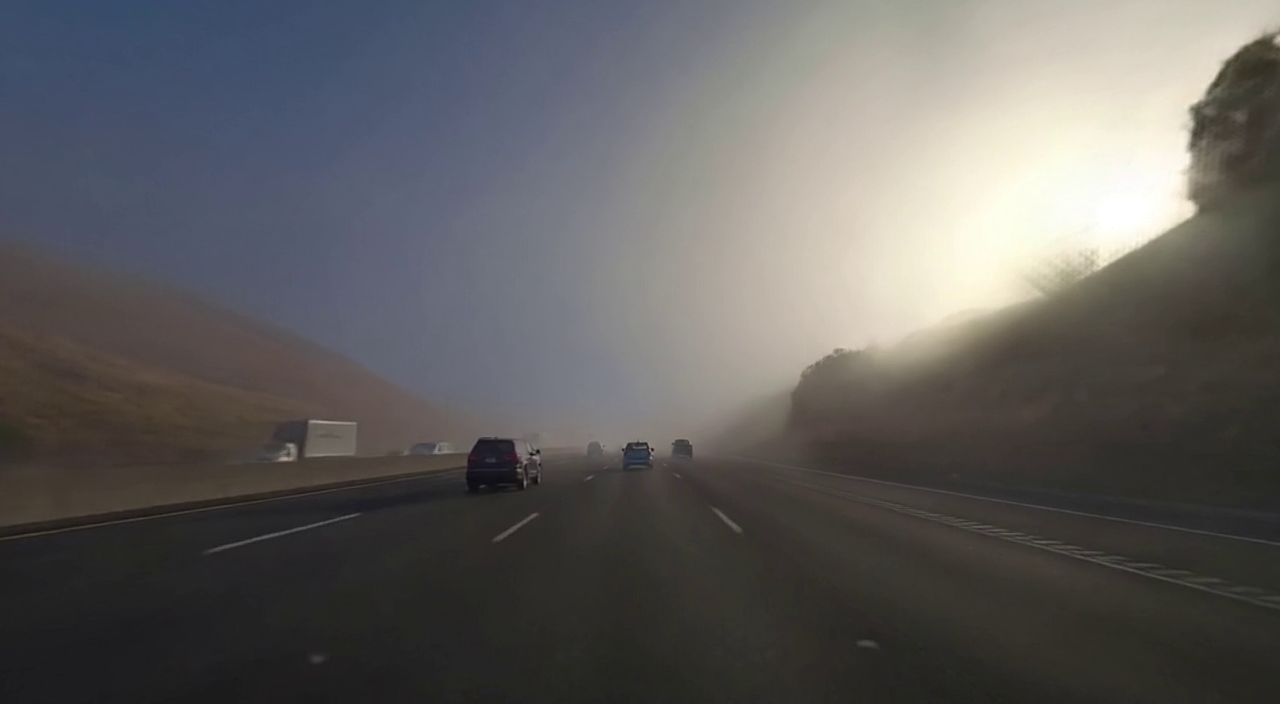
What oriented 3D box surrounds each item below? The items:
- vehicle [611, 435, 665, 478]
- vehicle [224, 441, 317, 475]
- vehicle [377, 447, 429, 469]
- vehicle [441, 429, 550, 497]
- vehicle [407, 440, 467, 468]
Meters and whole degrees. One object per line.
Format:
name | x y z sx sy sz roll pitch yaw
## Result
vehicle | -0.067 4.417 26.857 2.086 1.685 4.206 0 -8 0
vehicle | -23.362 6.694 40.255 2.254 1.961 5.952 0 -8 1
vehicle | -16.393 7.307 43.822 1.875 1.440 4.412 0 -8 0
vehicle | -3.933 3.112 18.000 2.076 1.690 4.113 0 -8 1
vehicle | -12.361 6.252 38.753 1.921 1.577 4.913 0 -8 1
